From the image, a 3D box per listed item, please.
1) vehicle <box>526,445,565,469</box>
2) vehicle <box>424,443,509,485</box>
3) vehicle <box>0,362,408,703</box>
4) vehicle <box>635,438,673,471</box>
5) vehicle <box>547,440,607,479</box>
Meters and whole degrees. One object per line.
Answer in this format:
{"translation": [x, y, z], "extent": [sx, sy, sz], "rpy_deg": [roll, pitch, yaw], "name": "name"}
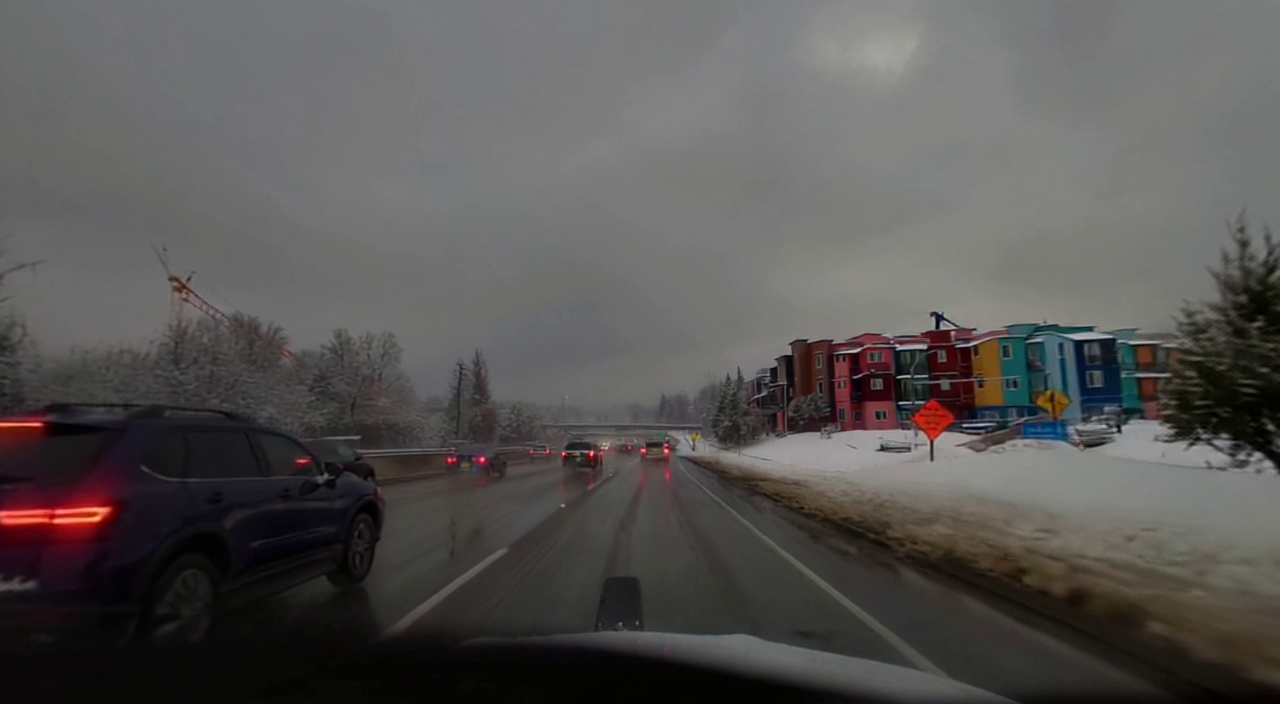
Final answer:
{"translation": [-6.394, 7.158, 43.143], "extent": [1.931, 1.505, 4.386], "rpy_deg": [0, -8, 1], "name": "vehicle"}
{"translation": [-6.765, 4.405, 25.127], "extent": [1.959, 1.486, 4.460], "rpy_deg": [0, -8, 2], "name": "vehicle"}
{"translation": [-3.736, 1.210, 4.957], "extent": [2.045, 1.710, 4.382], "rpy_deg": [0, -8, 1], "name": "vehicle"}
{"translation": [0.818, 5.905, 36.533], "extent": [2.116, 1.763, 4.352], "rpy_deg": [0, -8, 1], "name": "vehicle"}
{"translation": [-2.836, 4.987, 29.502], "extent": [2.109, 1.657, 4.554], "rpy_deg": [0, -8, 3], "name": "vehicle"}
